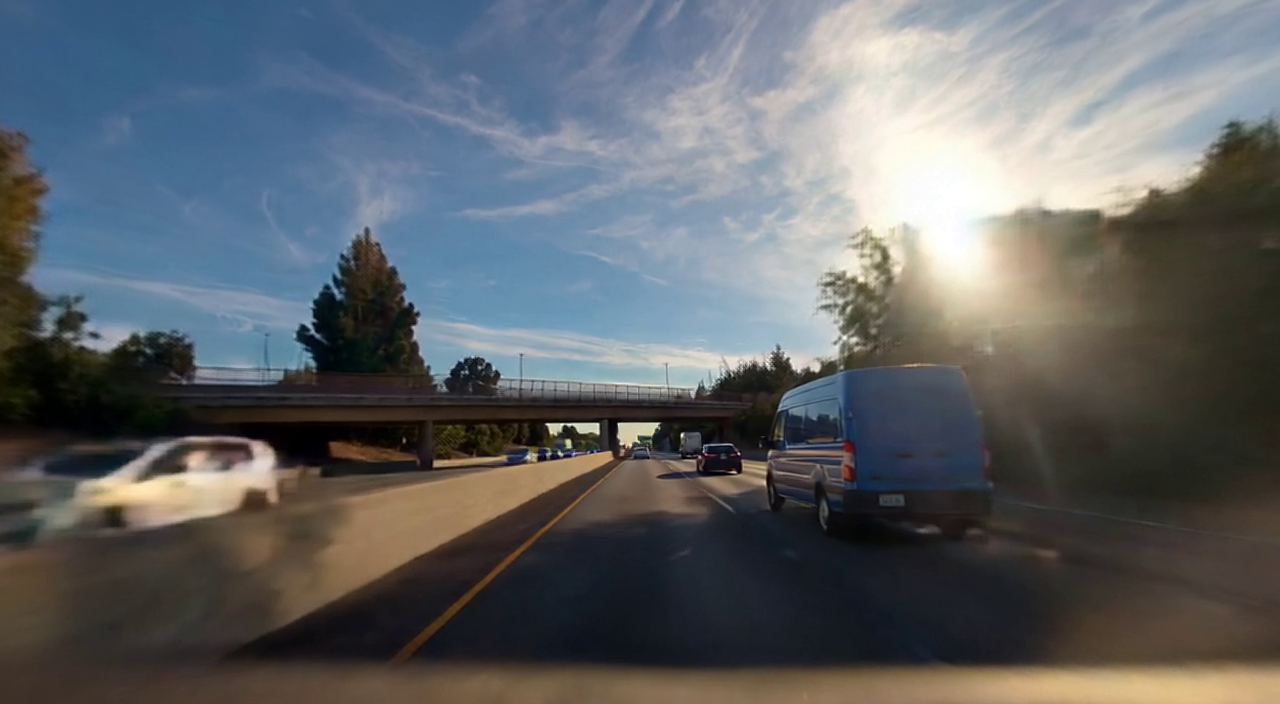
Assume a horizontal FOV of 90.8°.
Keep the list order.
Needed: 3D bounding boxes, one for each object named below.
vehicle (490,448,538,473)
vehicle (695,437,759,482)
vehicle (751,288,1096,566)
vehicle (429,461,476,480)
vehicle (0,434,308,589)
[{"bbox_3d":[-7.641,6.601,38.623,1.947,1.385,4.291,0,-9,1],"label":"vehicle"},{"bbox_3d":[3.565,4.507,26.583,2.009,1.731,4.149,0,-9,-1],"label":"vehicle"},{"bbox_3d":[3.776,1.334,10.616,2.460,3.155,6.902,0,-9,-1],"label":"vehicle"},{"bbox_3d":[-11.442,7.239,38.845,1.563,1.002,4.410,0,-9,0],"label":"vehicle"},{"bbox_3d":[-8.013,2.351,10.428,1.909,1.821,5.661,0,-9,0],"label":"vehicle"}]
